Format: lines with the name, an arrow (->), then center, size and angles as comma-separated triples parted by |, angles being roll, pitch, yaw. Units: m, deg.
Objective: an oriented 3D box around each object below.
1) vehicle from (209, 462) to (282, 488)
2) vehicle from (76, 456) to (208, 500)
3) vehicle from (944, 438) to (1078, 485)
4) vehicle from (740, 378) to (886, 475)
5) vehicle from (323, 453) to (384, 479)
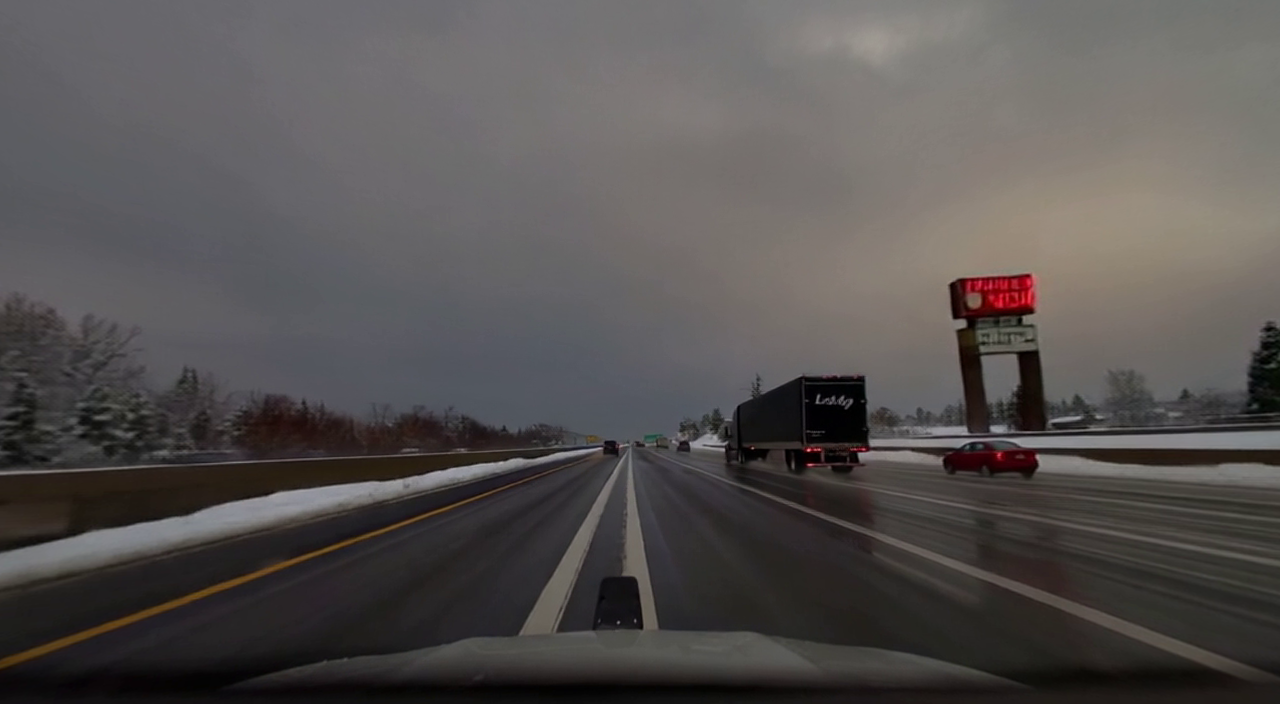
vehicle -> -25.267, 7.854, 40.654 | 1.834, 1.461, 4.487 | 0, -9, -1
vehicle -> -21.798, 5.512, 27.992 | 1.946, 1.654, 4.809 | 0, -9, 0
vehicle -> 12.674, 3.755, 21.979 | 1.862, 1.462, 4.459 | 0, -9, -2
vehicle -> 8.686, 4.393, 35.201 | 2.892, 4.128, 16.495 | 0, -9, -2
vehicle -> -18.296, 7.269, 40.581 | 1.910, 1.525, 4.501 | 0, -9, -1
